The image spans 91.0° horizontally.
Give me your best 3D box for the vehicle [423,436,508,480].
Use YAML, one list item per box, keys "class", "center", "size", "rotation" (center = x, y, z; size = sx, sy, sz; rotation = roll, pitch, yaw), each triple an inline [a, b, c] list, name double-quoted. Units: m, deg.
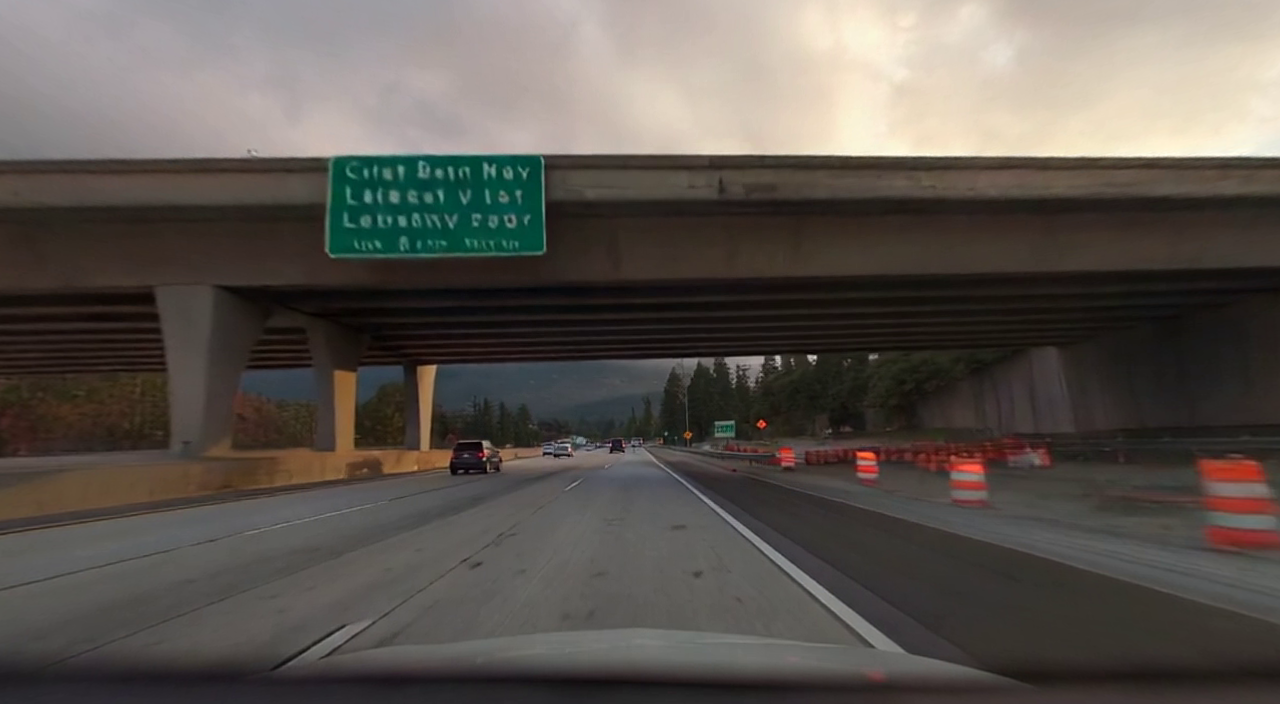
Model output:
- class: "vehicle"
  center: [-7.399, 4.541, 27.352]
  size: [2.169, 1.701, 5.113]
  rotation: [0, -8, 0]
